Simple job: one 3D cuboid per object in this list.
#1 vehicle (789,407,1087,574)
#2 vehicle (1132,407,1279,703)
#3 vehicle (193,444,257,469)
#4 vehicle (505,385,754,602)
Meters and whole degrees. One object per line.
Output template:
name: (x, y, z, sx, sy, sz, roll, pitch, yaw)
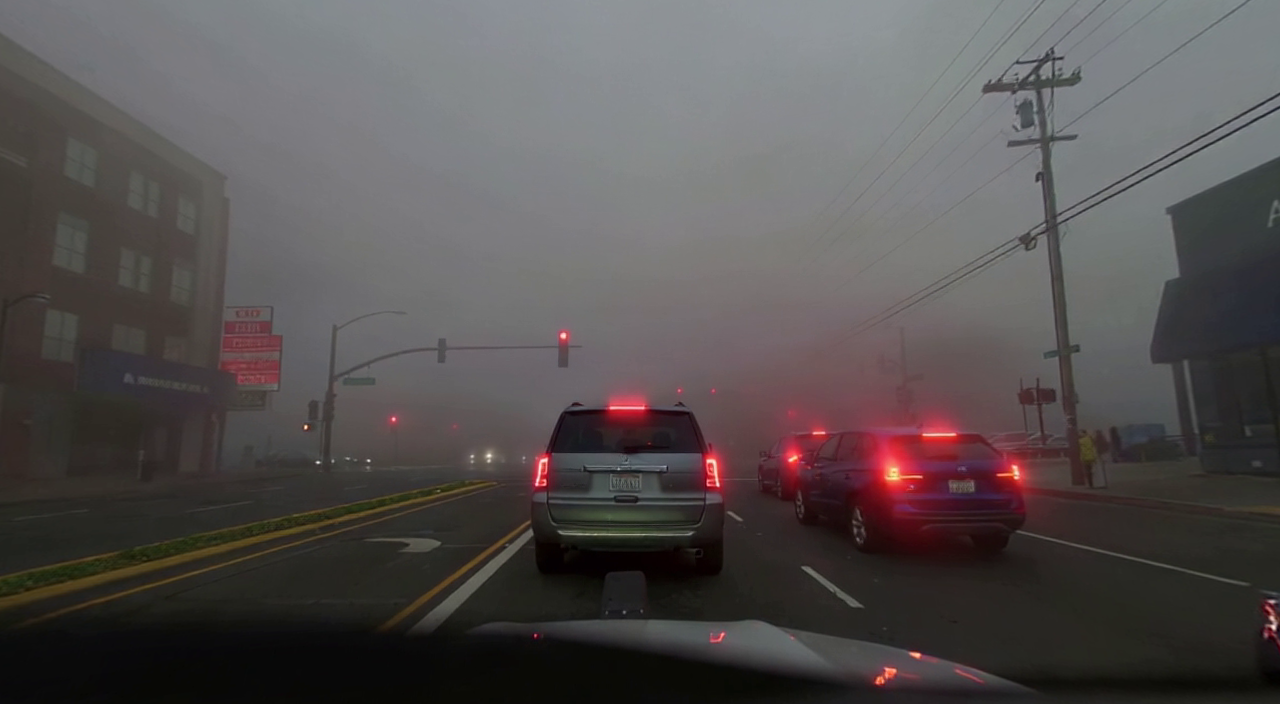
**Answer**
vehicle: (3.619, 1.761, 8.796, 2.036, 1.719, 4.318, 0, -8, 0)
vehicle: (3.368, 0.720, 0.785, 1.884, 1.484, 4.609, 0, -8, 2)
vehicle: (-27.439, 6.873, 41.858, 1.693, 1.563, 3.716, 0, -8, 0)
vehicle: (-0.003, 1.535, 7.684, 2.154, 1.861, 4.280, 0, -8, 3)
